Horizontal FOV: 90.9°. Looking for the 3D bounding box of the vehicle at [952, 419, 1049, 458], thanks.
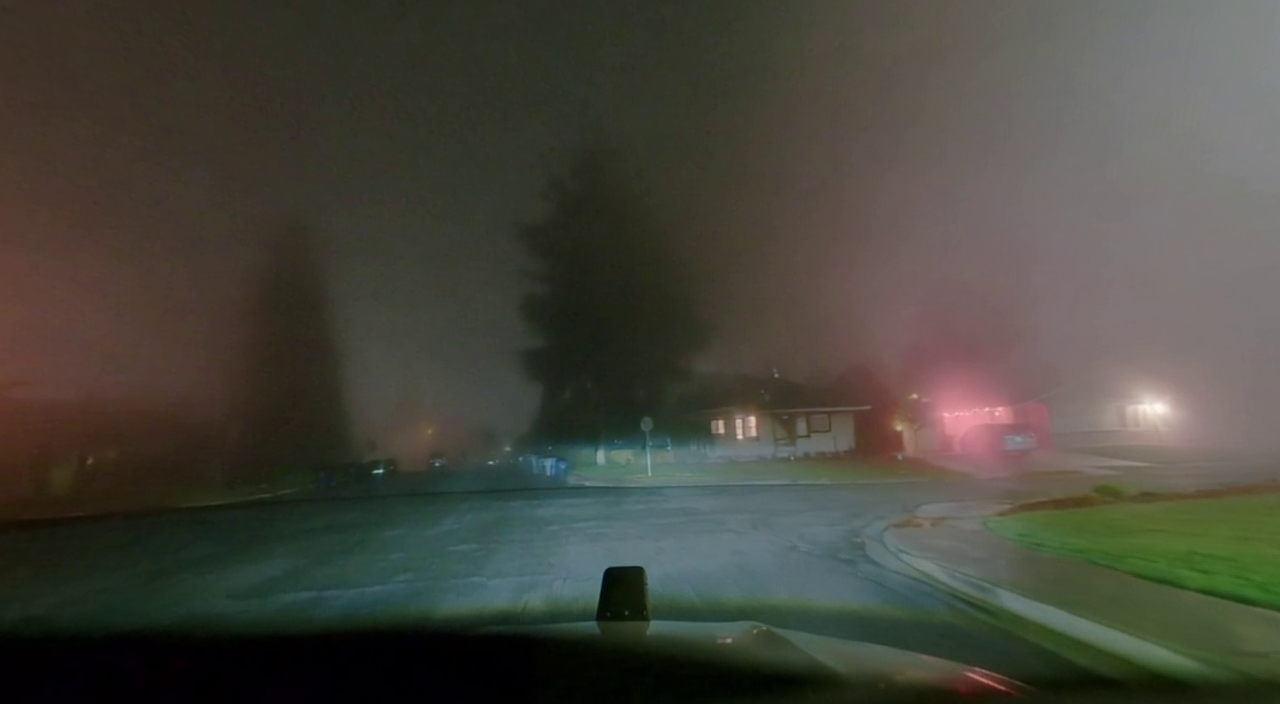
[{"bbox_3d":[18.390,4.497,32.449,1.992,1.813,5.079,0,-9,0],"label":"vehicle"}]
